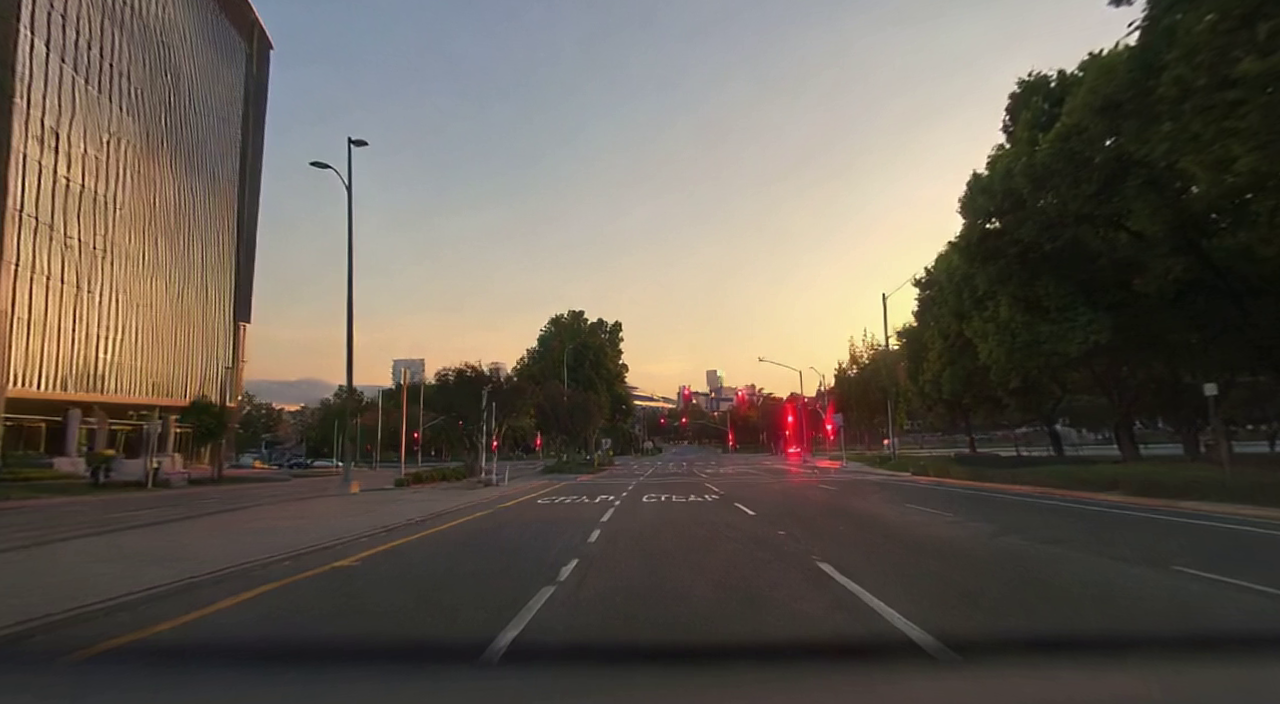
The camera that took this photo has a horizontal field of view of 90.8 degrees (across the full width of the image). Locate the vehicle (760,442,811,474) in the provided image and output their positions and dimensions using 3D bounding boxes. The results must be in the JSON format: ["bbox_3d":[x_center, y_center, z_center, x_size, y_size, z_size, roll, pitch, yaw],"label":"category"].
[{"bbox_3d":[9.019,6.604,39.571,2.156,1.881,4.743,0,-9,1],"label":"vehicle"}]
